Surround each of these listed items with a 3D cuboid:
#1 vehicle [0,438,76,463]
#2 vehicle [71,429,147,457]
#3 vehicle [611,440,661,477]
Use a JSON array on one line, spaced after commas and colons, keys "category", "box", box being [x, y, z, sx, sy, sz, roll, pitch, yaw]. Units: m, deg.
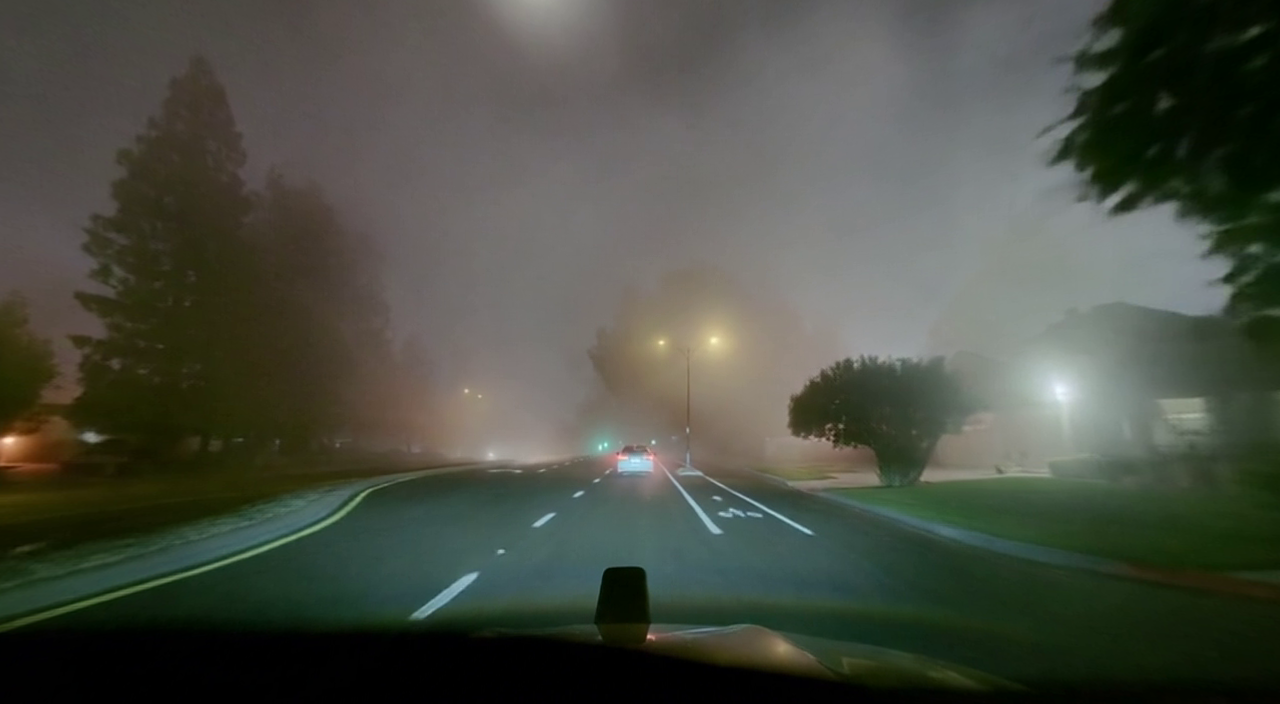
[{"category": "vehicle", "box": [-35.148, 5.677, 36.377, 3.471, 1.391, 1.625, 0, -9, -1]}, {"category": "vehicle", "box": [-35.172, 6.029, 41.801, 3.451, 1.541, 1.784, 3, -8, 7]}, {"category": "vehicle", "box": [-0.145, 4.589, 27.435, 2.009, 1.456, 4.003, 0, -9, 1]}]
